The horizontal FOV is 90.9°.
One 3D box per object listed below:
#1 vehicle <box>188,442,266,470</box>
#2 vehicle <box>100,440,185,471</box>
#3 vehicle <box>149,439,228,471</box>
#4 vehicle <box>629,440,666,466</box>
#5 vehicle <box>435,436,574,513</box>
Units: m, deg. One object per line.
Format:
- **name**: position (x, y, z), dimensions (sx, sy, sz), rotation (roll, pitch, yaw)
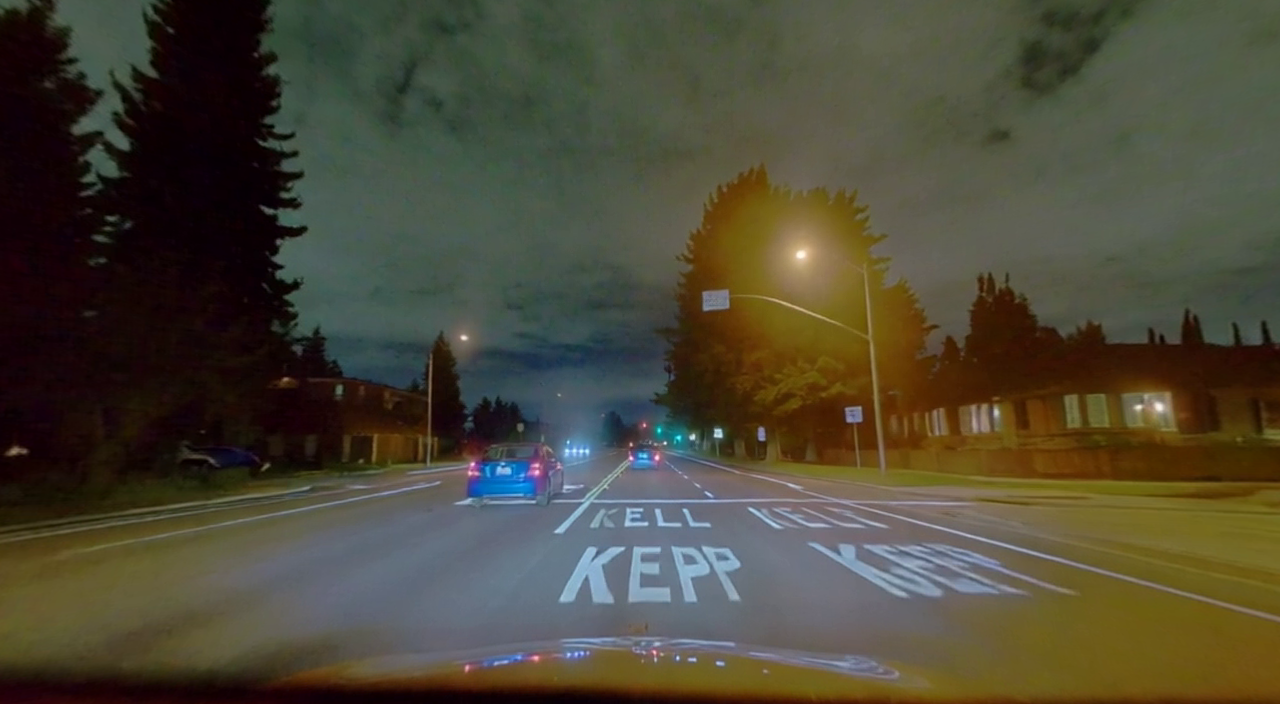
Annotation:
- **vehicle**: position (-23.606, 5.941, 36.194), dimensions (1.894, 1.508, 3.783), rotation (0, -8, 0)
- **vehicle**: position (-29.063, 6.027, 36.944), dimensions (1.838, 1.685, 3.766), rotation (0, -8, 1)
- **vehicle**: position (-26.141, 5.944, 36.638), dimensions (1.919, 1.701, 3.695), rotation (0, -8, -2)
- **vehicle**: position (0.452, 6.373, 39.952), dimensions (2.226, 1.505, 4.128), rotation (0, -8, 0)
- **vehicle**: position (-2.885, 2.745, 14.735), dimensions (2.158, 1.469, 4.909), rotation (0, -8, 0)
